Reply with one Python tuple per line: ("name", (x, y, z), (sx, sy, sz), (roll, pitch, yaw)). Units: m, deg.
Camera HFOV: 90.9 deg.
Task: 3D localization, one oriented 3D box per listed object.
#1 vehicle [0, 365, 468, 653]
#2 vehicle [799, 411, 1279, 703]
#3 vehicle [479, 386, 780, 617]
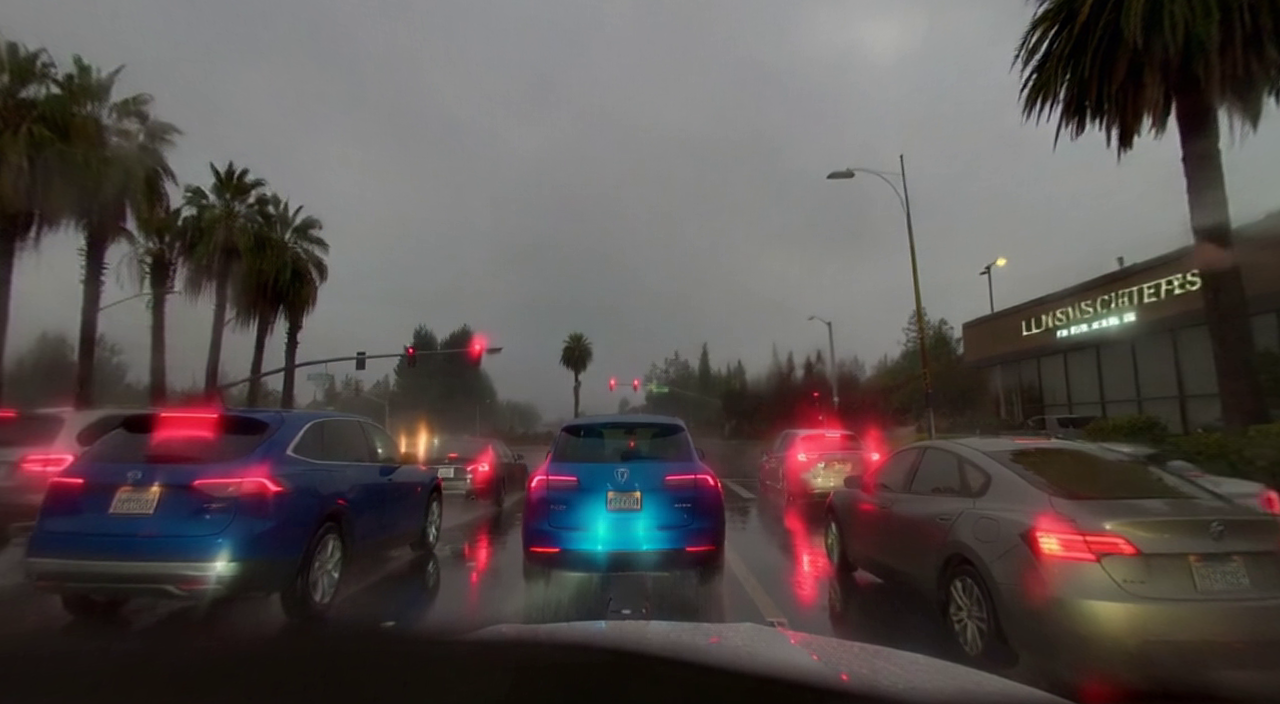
("vehicle", (-3.350, 1.277, 6.126), (2.014, 1.755, 4.360), (0, -8, 1))
("vehicle", (2.963, 1.367, 5.257), (2.017, 1.491, 4.611), (0, -8, -1))
("vehicle", (-0.132, 1.457, 7.062), (2.280, 1.747, 4.361), (0, -8, -2))
